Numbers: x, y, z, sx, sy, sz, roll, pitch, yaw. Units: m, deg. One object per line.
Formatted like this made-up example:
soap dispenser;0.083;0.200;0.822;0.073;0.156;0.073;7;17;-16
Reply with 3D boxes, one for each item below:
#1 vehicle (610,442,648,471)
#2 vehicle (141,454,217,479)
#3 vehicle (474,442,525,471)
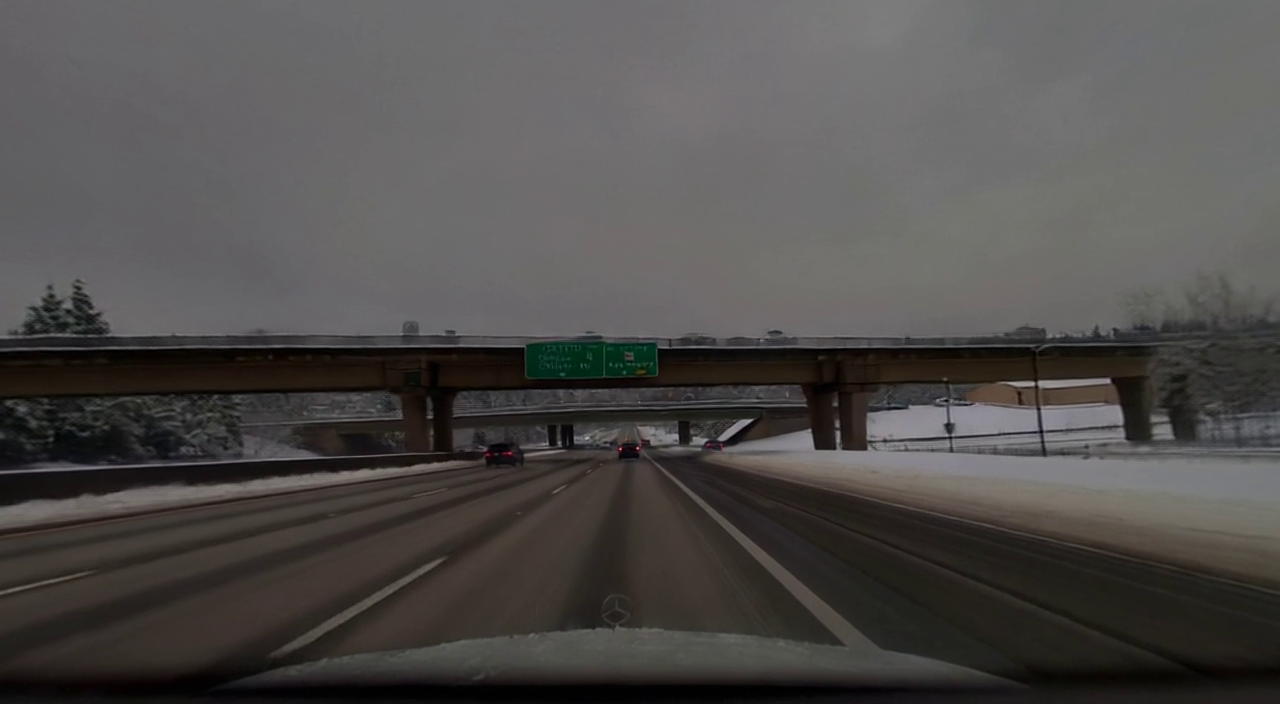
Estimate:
vehicle;-0.642;5.805;35.332;2.012;1.471;4.059;0;-8;-2
vehicle;-35.645;8.832;49.044;2.066;1.765;5.013;0;-8;0
vehicle;-8.054;6.030;36.551;1.957;1.554;4.350;0;-8;-1
